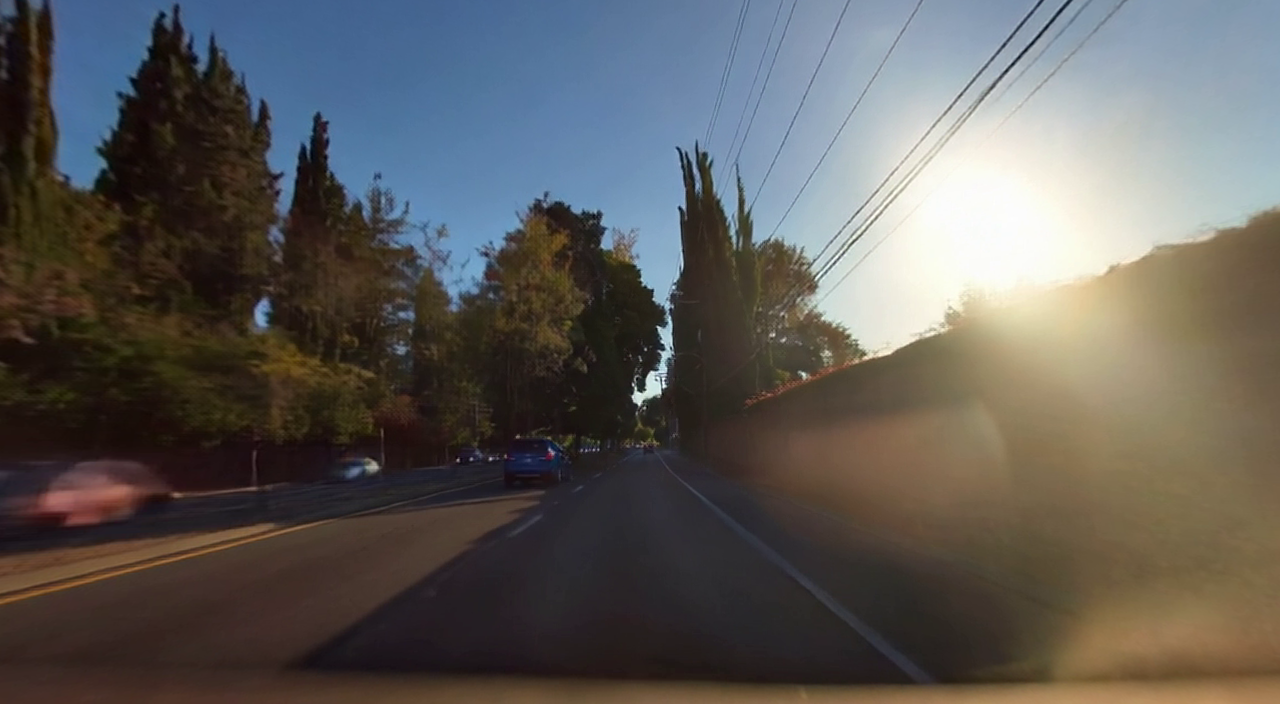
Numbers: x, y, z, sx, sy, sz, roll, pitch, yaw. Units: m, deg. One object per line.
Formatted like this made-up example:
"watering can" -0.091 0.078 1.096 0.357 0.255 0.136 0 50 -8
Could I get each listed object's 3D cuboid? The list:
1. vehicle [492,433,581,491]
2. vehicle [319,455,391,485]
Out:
"vehicle" -3.320 3.635 21.149 2.147 1.730 4.555 0 -8 1
"vehicle" -15.732 6.513 34.984 1.921 1.467 4.297 0 -8 1
